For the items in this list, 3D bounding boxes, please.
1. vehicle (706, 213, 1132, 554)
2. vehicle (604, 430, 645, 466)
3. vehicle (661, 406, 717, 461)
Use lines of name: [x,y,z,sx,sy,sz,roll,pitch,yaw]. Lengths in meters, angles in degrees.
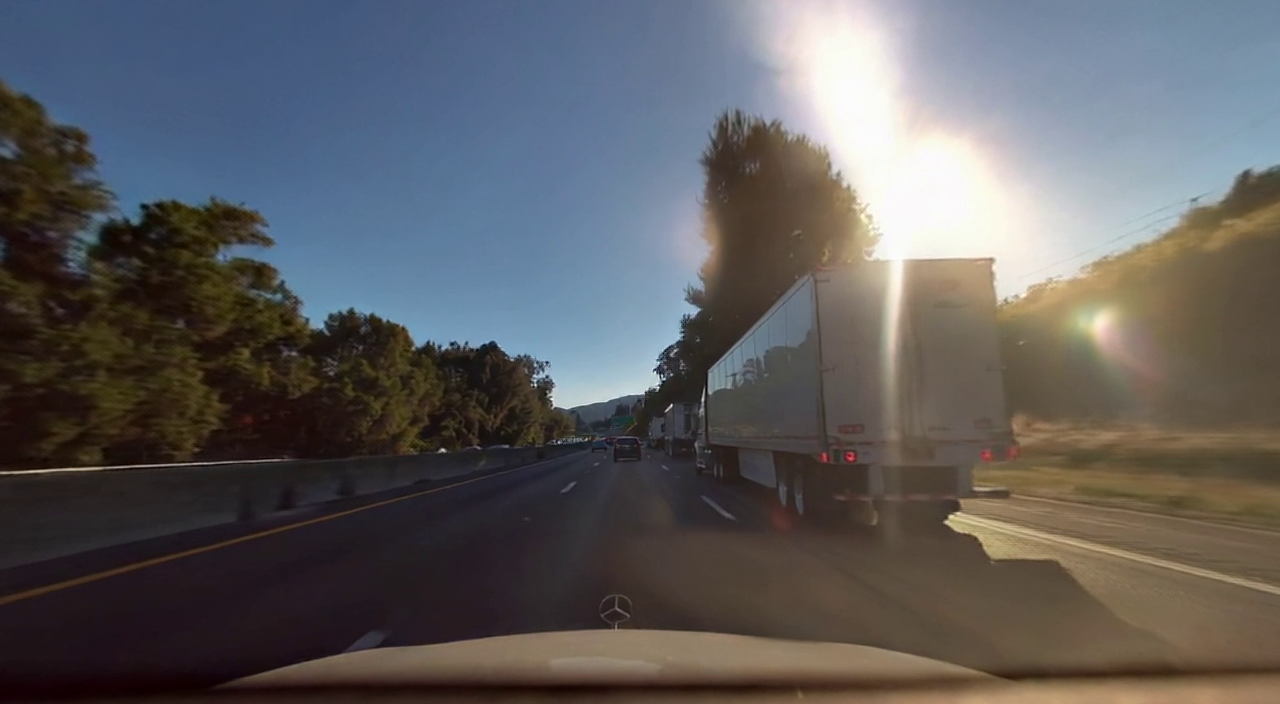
vehicle: [4.043,1.322,14.763,3.005,4.121,14.417,0,-8,-2]
vehicle: [-0.875,5.490,36.048,2.211,1.933,4.315,0,-8,-2]
vehicle: [3.462,6.212,47.491,2.947,3.657,11.192,0,-8,-2]
